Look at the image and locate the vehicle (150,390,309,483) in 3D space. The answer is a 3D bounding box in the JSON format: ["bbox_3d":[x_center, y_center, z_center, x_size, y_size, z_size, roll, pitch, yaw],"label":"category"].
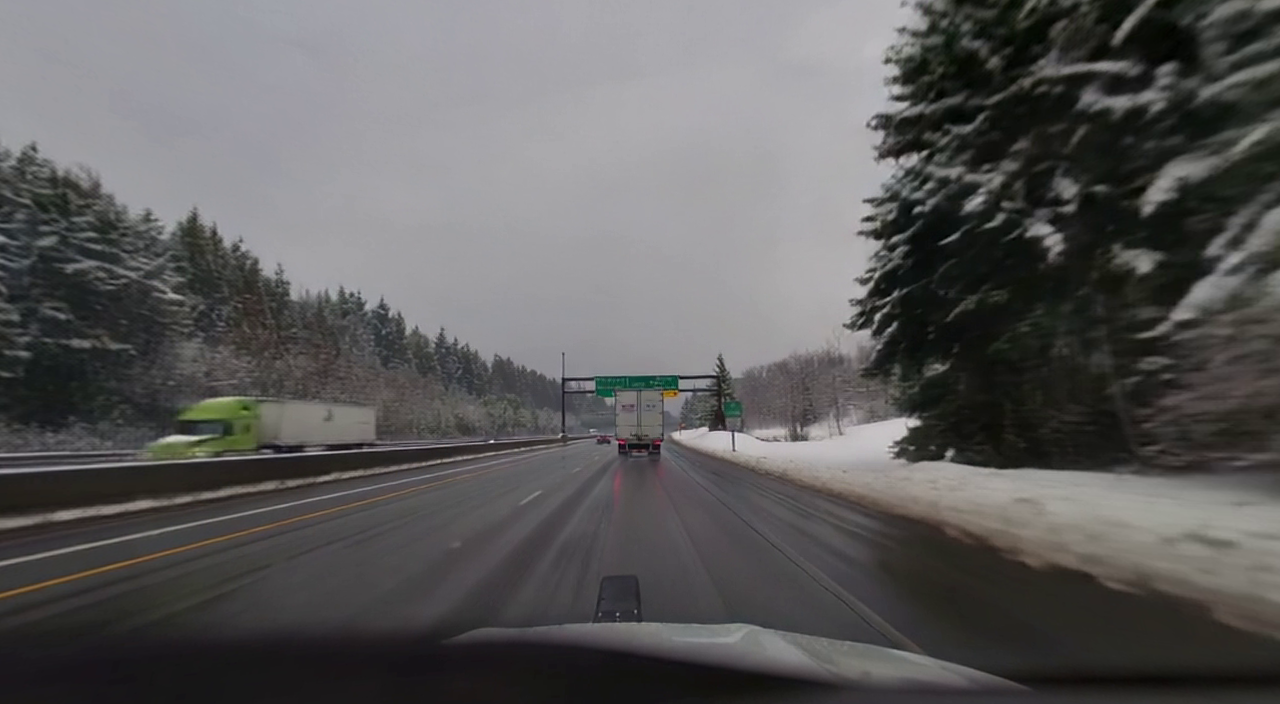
[{"bbox_3d":[-17.767,3.732,27.874,2.908,3.635,5.923,0,-8,0],"label":"vehicle"}]

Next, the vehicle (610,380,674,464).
[{"bbox_3d":[0.020,3.730,32.790,2.855,3.741,8.587,0,-8,-1],"label":"vehicle"}]
